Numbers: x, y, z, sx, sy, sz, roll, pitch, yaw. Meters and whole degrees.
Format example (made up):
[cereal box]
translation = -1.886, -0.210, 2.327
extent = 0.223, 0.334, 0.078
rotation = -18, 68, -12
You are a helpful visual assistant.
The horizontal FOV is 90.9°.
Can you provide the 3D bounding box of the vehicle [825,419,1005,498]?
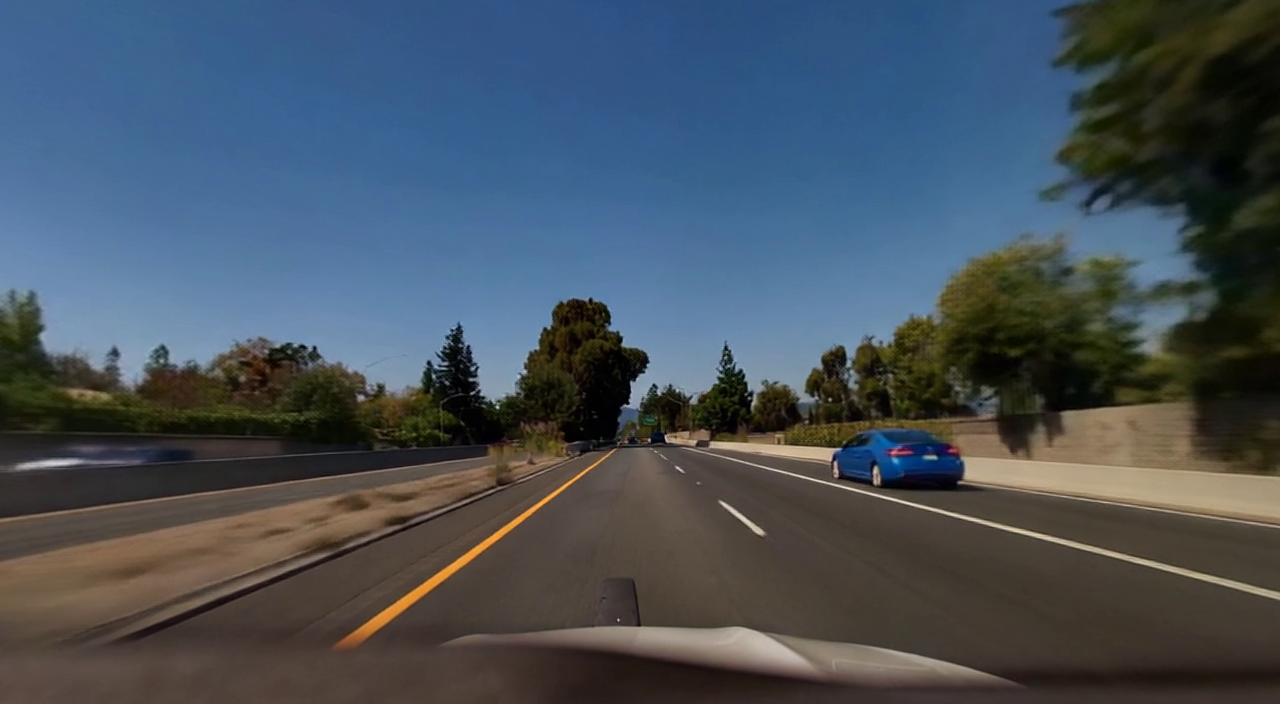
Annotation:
[vehicle]
translation = 6.769, 2.667, 16.282
extent = 2.273, 1.698, 4.863
rotation = 0, -8, -3
